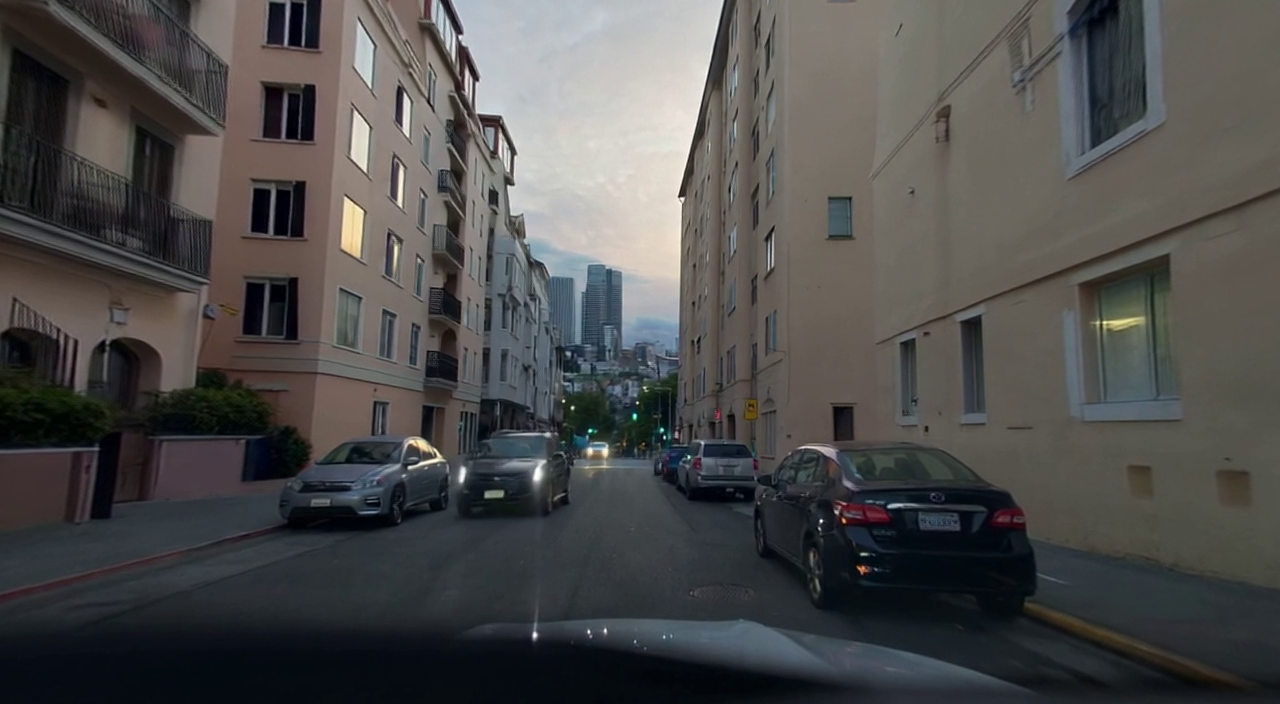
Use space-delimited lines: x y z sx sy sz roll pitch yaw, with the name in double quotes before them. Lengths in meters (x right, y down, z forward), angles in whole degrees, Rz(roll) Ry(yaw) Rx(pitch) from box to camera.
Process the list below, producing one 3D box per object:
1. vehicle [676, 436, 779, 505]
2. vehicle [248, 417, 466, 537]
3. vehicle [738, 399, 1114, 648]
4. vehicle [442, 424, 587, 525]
"vehicle" 1.983 2.817 15.585 1.786 1.447 4.314 0 -8 -2
"vehicle" -4.556 2.098 11.039 1.883 1.499 4.426 6 -9 -3
"vehicle" 2.261 1.433 6.321 1.839 1.678 3.918 0 -8 -1
"vehicle" -2.084 2.122 11.449 1.845 1.544 3.388 0 -8 1
